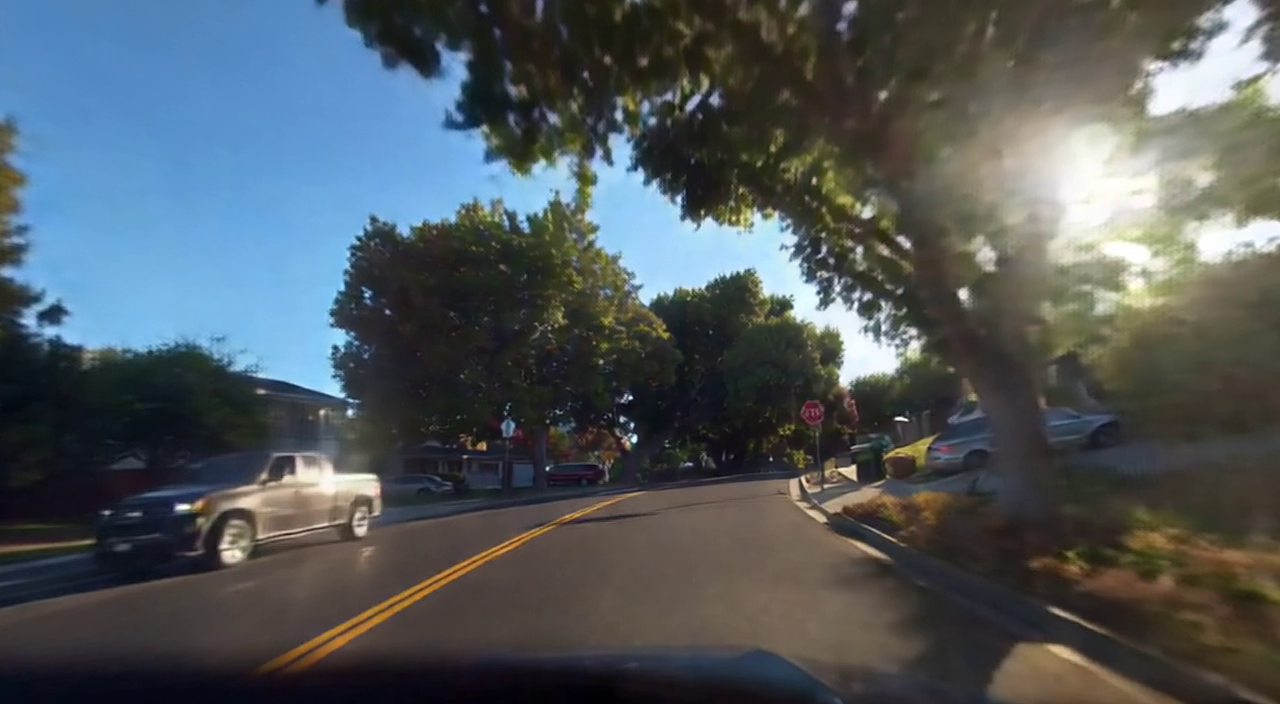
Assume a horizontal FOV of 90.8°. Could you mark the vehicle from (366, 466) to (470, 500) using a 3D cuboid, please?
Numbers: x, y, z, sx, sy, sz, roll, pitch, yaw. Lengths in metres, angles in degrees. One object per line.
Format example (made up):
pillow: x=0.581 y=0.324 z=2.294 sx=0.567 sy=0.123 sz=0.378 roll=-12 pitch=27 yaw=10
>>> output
vehicle: x=-10.307 y=6.095 z=29.524 sx=4.175 sy=1.492 sz=1.845 roll=0 pitch=-10 yaw=0

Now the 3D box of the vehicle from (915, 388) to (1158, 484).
vehicle: x=10.160 y=2.232 z=16.540 sx=4.740 sy=1.638 sz=2.018 roll=-4 pitch=-24 yaw=-1

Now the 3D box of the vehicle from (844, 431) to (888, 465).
vehicle: x=13.701 y=5.801 z=38.505 sx=2.163 sy=1.885 sz=4.804 roll=-3 pitch=-8 yaw=16

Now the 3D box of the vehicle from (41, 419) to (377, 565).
vehicle: x=-6.251 y=2.414 z=9.982 sx=1.963 sy=1.539 sz=4.210 roll=-3 pitch=-22 yaw=6

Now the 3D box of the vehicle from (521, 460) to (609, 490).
vehicle: x=-5.140 y=8.549 z=43.884 sx=5.643 sy=1.759 sz=2.110 roll=-2 pitch=-19 yaw=9
